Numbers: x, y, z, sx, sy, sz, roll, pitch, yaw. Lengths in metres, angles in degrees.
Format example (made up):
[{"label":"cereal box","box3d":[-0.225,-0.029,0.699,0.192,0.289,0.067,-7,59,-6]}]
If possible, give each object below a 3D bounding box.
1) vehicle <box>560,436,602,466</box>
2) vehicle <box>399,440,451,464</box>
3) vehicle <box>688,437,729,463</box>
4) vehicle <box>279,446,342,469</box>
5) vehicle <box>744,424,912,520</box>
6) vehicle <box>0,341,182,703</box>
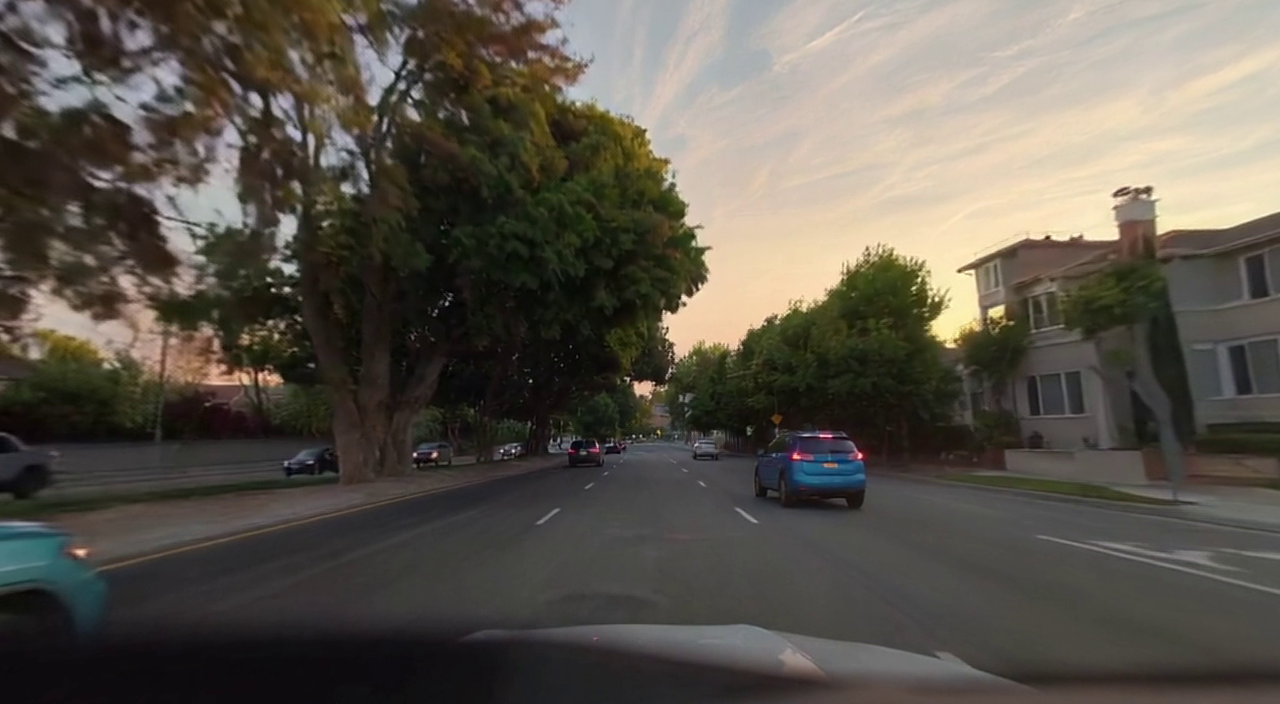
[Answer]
[{"label":"vehicle","box3d":[-3.314,5.675,36.279,1.988,1.569,4.202,0,-8,0]},{"label":"vehicle","box3d":[-15.502,7.231,45.880,2.117,1.680,4.497,0,-8,1]},{"label":"vehicle","box3d":[4.517,6.503,42.056,2.169,1.669,4.037,0,-8,-1]},{"label":"vehicle","box3d":[-22.782,7.307,43.906,1.858,1.485,4.642,0,-8,0]},{"label":"vehicle","box3d":[3.660,2.434,13.321,2.132,1.659,4.387,0,-8,-1]},{"label":"vehicle","box3d":[-3.470,0.604,0.972,2.045,1.688,4.632,0,-8,0]}]
